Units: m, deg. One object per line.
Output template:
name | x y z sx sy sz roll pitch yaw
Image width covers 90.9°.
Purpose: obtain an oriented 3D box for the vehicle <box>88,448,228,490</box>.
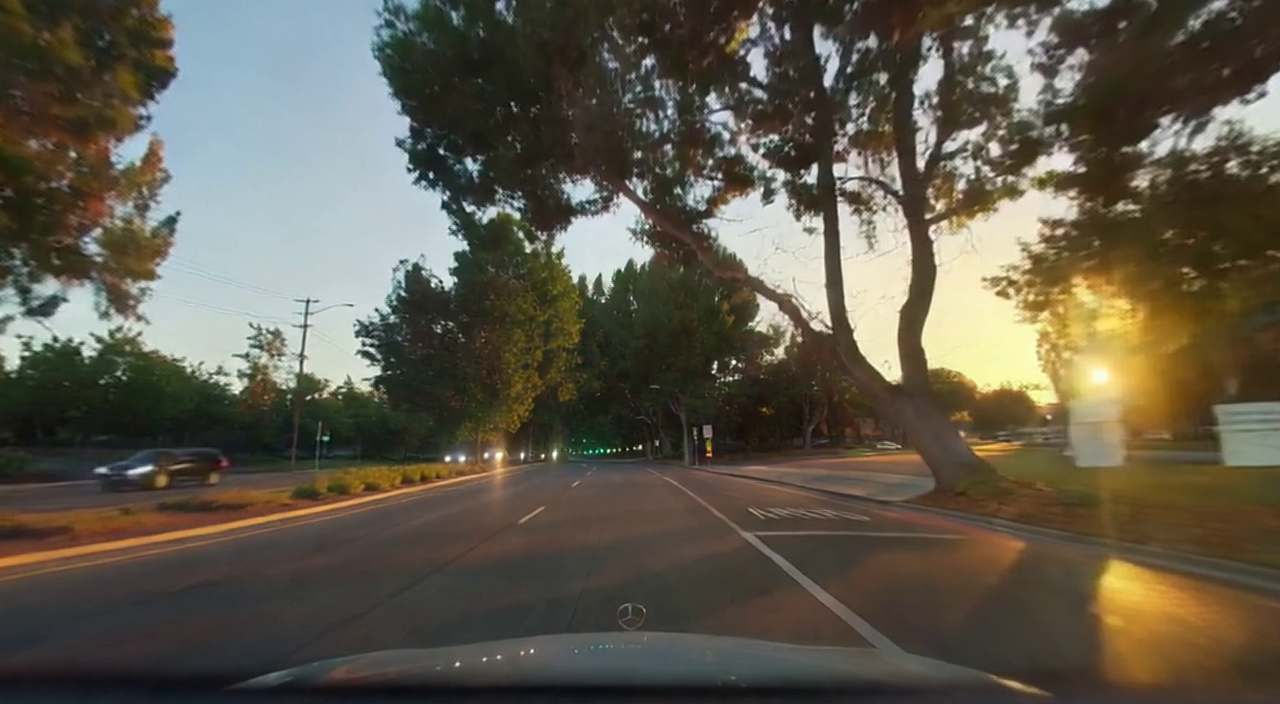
vehicle | -19.656 4.748 26.039 2.099 1.504 4.721 0 -8 -1
